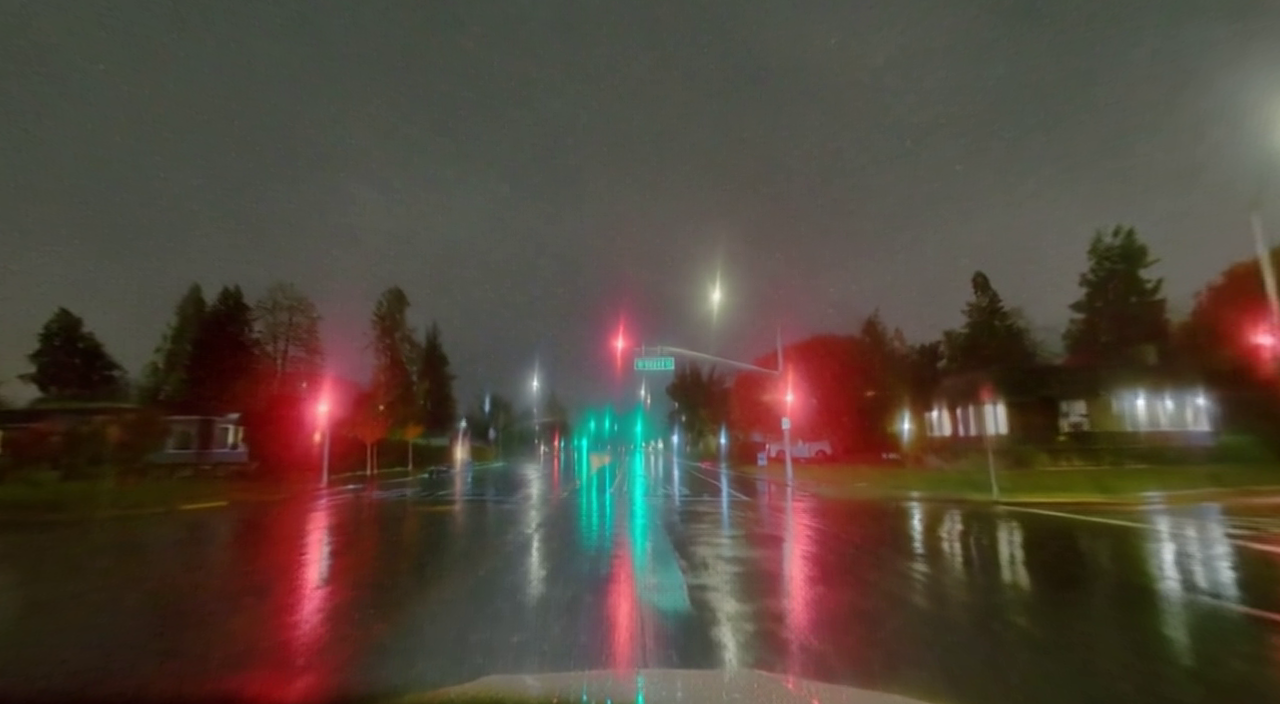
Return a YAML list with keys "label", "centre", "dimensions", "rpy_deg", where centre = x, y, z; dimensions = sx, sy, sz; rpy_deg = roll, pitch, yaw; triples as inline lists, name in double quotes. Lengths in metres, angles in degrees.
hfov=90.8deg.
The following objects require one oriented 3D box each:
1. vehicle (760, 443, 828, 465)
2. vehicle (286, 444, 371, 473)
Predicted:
- label: "vehicle"
  centre: [10.939, 7.290, 45.059]
  dimensions: [4.261, 1.486, 2.023]
  rpy_deg: [0, -9, -1]
- label: "vehicle"
  centre: [-18.783, 6.442, 38.268]
  dimensions: [4.115, 1.699, 1.848]
  rpy_deg: [0, -8, -1]
